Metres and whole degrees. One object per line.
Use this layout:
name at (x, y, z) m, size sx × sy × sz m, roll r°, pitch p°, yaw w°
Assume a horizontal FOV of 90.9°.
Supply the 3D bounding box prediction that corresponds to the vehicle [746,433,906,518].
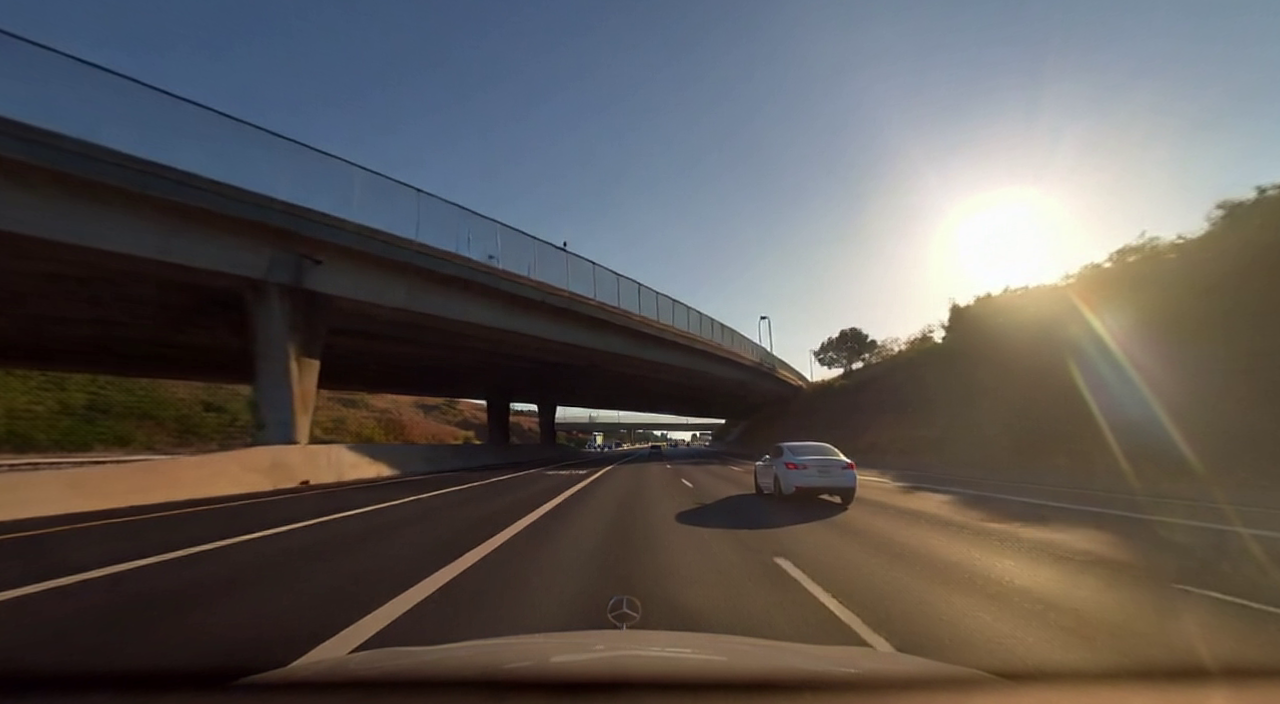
vehicle at (3.693, 2.551, 13.565) m, size 1.999 × 1.492 × 4.673 m, roll 0°, pitch -9°, yaw 0°
